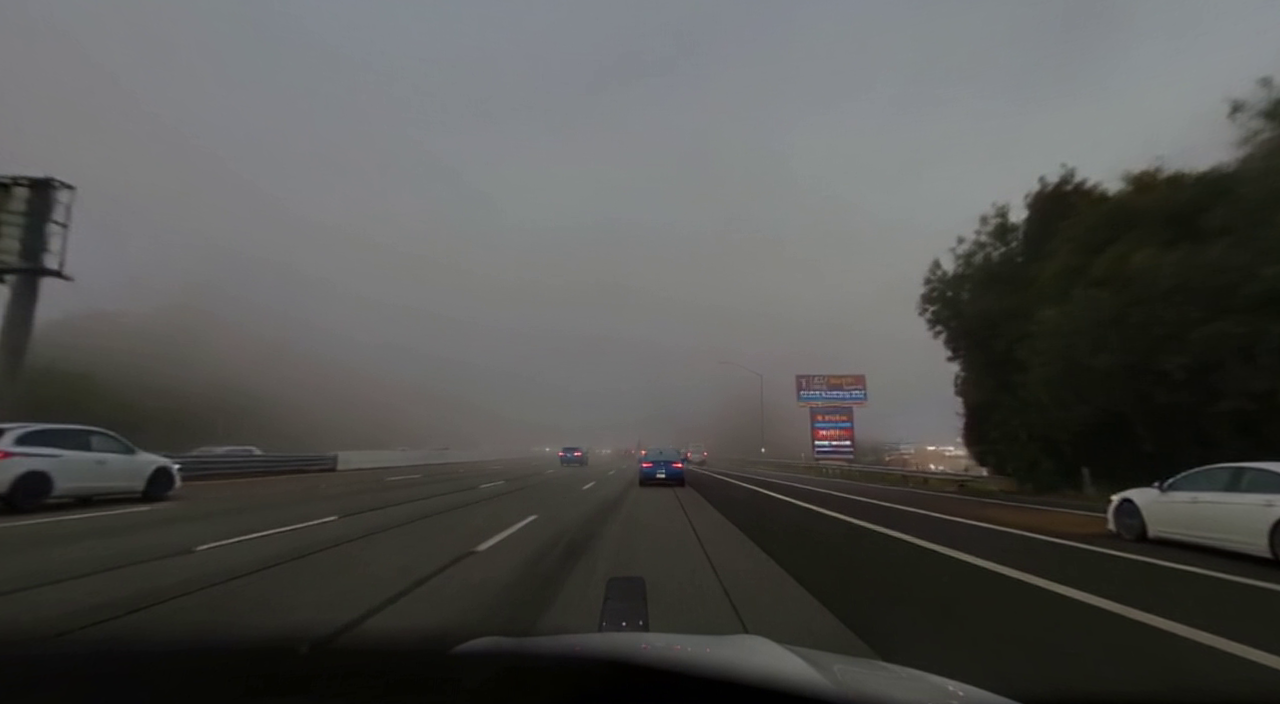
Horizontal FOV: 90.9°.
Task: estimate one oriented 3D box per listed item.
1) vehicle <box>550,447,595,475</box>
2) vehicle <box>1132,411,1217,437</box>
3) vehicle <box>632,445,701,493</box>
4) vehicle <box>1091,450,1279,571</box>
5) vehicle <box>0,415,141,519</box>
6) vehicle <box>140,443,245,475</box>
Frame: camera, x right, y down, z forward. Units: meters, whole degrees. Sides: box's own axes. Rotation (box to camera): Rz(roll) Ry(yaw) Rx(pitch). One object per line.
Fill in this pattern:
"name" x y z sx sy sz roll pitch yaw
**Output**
"vehicle" -3.837 6.239 36.506 2.047 1.497 4.208 0 -8 2
"vehicle" 33.340 4.531 39.456 1.782 1.506 3.935 0 -8 -1
"vehicle" 0.836 3.896 21.426 2.113 1.464 4.073 0 -8 1
"vehicle" 8.758 2.058 8.484 2.030 1.442 4.358 0 -8 -2
"vehicle" -11.299 1.932 10.713 1.950 1.664 4.403 0 -8 1
"vehicle" -21.529 5.144 30.610 1.861 1.442 4.319 0 -8 1
